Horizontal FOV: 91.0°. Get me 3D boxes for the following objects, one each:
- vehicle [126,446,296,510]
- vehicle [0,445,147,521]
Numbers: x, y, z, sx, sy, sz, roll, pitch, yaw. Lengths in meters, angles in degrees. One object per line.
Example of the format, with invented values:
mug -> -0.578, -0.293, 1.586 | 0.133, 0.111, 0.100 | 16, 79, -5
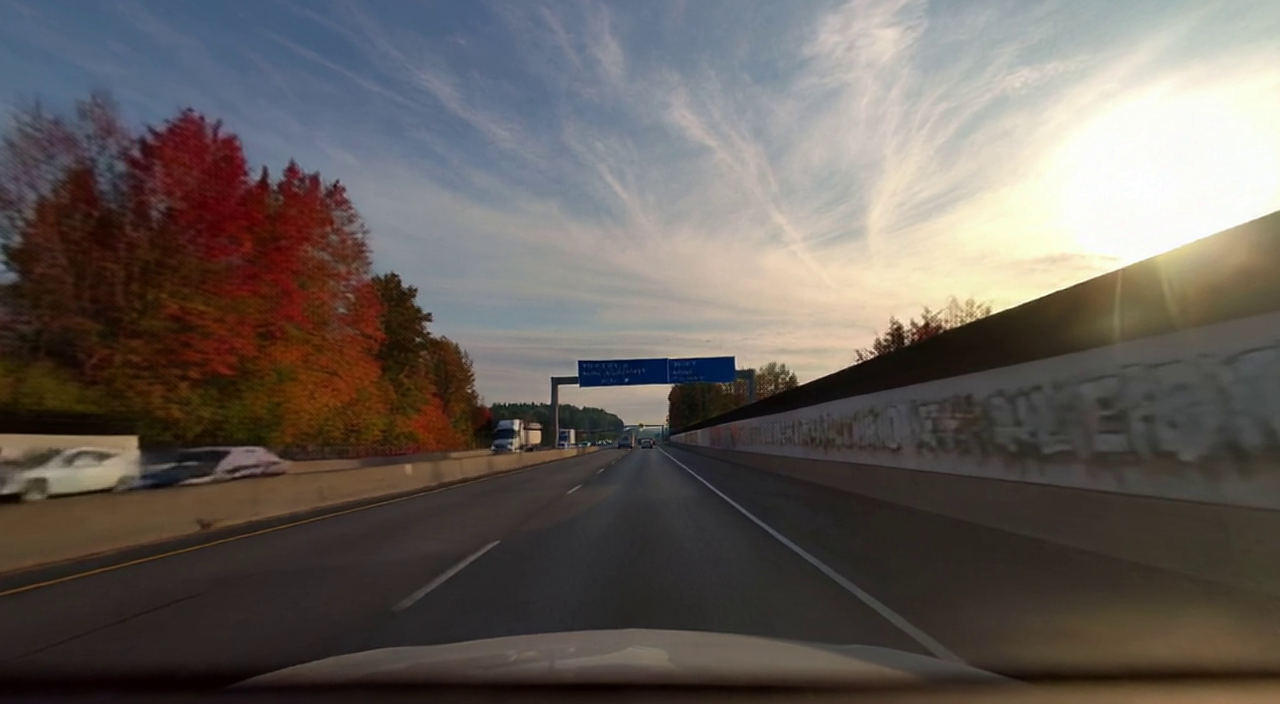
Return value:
vehicle -> -11.259, 3.278, 16.895 | 1.768, 1.469, 3.813 | 0, -8, 2
vehicle -> -14.769, 3.099, 15.339 | 1.924, 1.609, 4.275 | 0, -8, 1
